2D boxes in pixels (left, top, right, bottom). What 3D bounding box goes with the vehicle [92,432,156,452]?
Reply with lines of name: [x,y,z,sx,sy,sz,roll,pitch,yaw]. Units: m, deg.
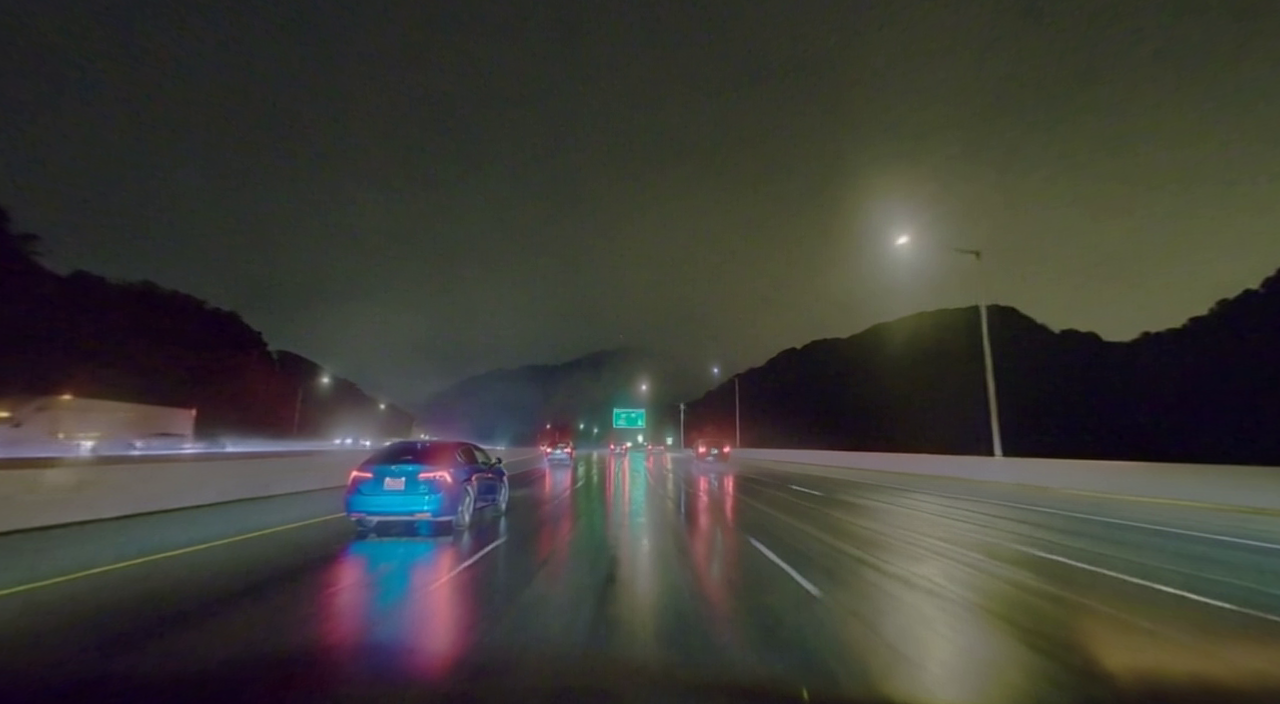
vehicle: [-39.819,6.958,48.717,1.678,1.455,3.870,1,-9,-1]

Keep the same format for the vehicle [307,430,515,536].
vehicle: [-3.714,2.200,11.206,1.993,1.500,4.248,0,-9,2]

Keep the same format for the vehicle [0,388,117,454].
vehicle: [-43.441,5.075,45.139,3.012,4.259,10.778,1,-8,-3]

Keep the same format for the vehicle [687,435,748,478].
vehicle: [3.505,4.820,29.337,2.222,1.820,4.733,0,-9,0]

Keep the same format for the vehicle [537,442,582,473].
vehicle: [-4.072,5.374,32.355,1.796,1.464,3.839,0,-9,0]

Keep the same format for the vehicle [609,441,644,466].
vehicle: [-0.846,6.645,41.420,2.147,1.572,4.094,0,-9,0]
